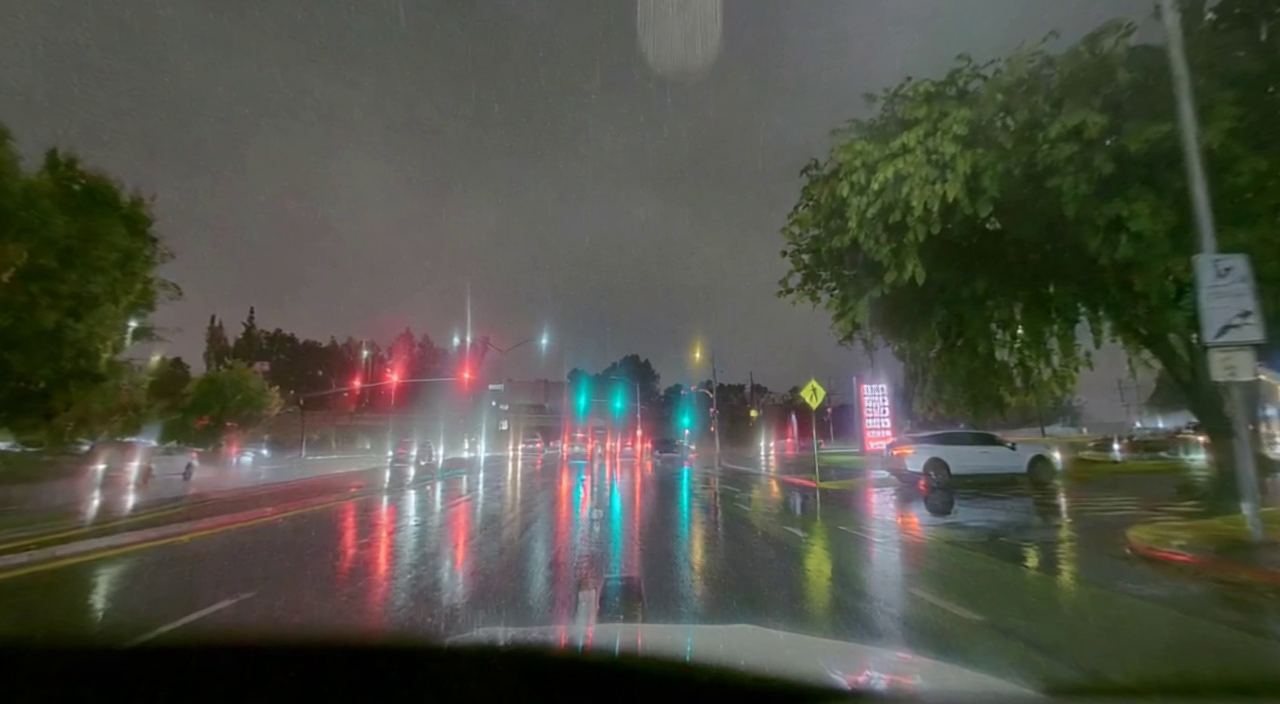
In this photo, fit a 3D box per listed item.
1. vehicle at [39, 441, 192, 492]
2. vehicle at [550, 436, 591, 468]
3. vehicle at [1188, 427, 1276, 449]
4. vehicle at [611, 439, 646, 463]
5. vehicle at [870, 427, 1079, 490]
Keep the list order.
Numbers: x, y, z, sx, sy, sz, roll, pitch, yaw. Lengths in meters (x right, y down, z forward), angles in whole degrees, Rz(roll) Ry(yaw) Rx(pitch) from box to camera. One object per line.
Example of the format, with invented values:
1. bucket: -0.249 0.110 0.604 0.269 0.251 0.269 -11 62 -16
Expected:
1. vehicle: -21.111 4.594 25.811 1.984 1.855 5.137 0 -8 -2
2. vehicle: -3.706 5.451 34.636 2.057 1.610 4.891 0 -8 -4
3. vehicle: 44.076 6.438 47.092 1.689 1.495 4.418 6 -10 -35
4. vehicle: -0.818 6.550 42.028 2.176 1.489 4.518 0 -8 -2
5. vehicle: 8.809 2.816 16.922 4.487 1.539 1.947 0 -8 -3
